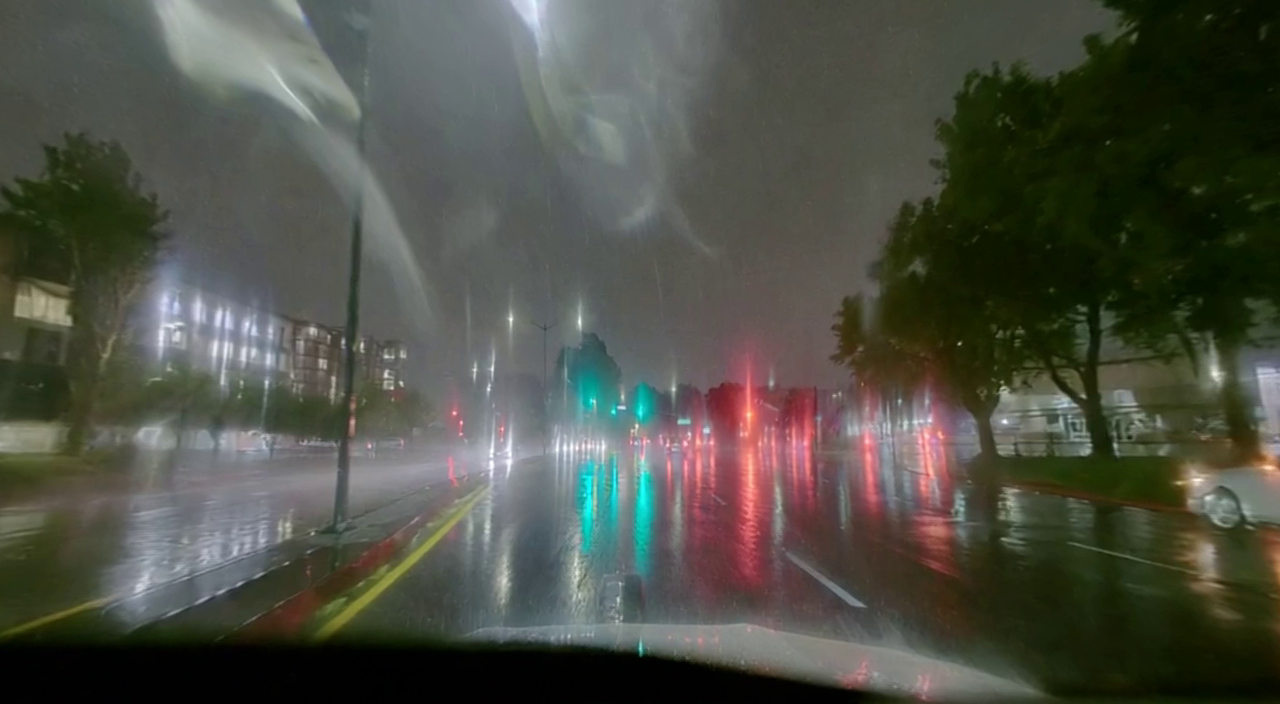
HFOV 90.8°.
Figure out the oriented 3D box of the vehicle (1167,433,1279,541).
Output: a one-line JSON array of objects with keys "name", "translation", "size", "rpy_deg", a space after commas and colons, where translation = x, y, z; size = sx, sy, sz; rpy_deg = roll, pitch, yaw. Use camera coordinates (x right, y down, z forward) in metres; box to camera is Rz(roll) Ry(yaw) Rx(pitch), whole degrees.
[{"name": "vehicle", "translation": [10.244, 1.853, 8.471], "size": [1.980, 1.543, 5.090], "rpy_deg": [0, -8, 0]}]
